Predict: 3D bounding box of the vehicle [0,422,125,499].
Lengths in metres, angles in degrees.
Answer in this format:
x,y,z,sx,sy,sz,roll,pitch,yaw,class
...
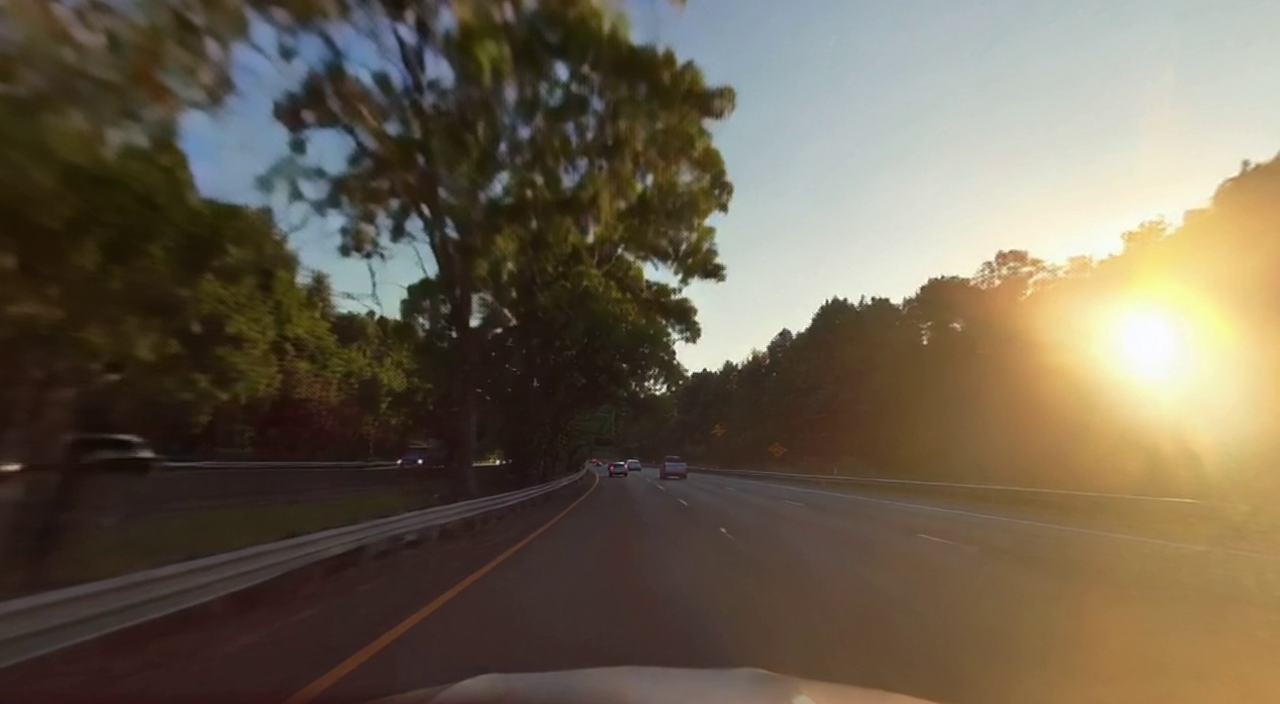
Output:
x,y,z,sx,sy,sz,roll,pitch,yaw,class
-14.026,2.402,13.939,1.986,1.548,3.812,1,-10,-1,vehicle

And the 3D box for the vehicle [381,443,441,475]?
x,y,z,sx,sy,sz,roll,pitch,yaw,class
-15.037,7.113,41.718,2.240,1.991,5.012,1,-10,-2,vehicle
